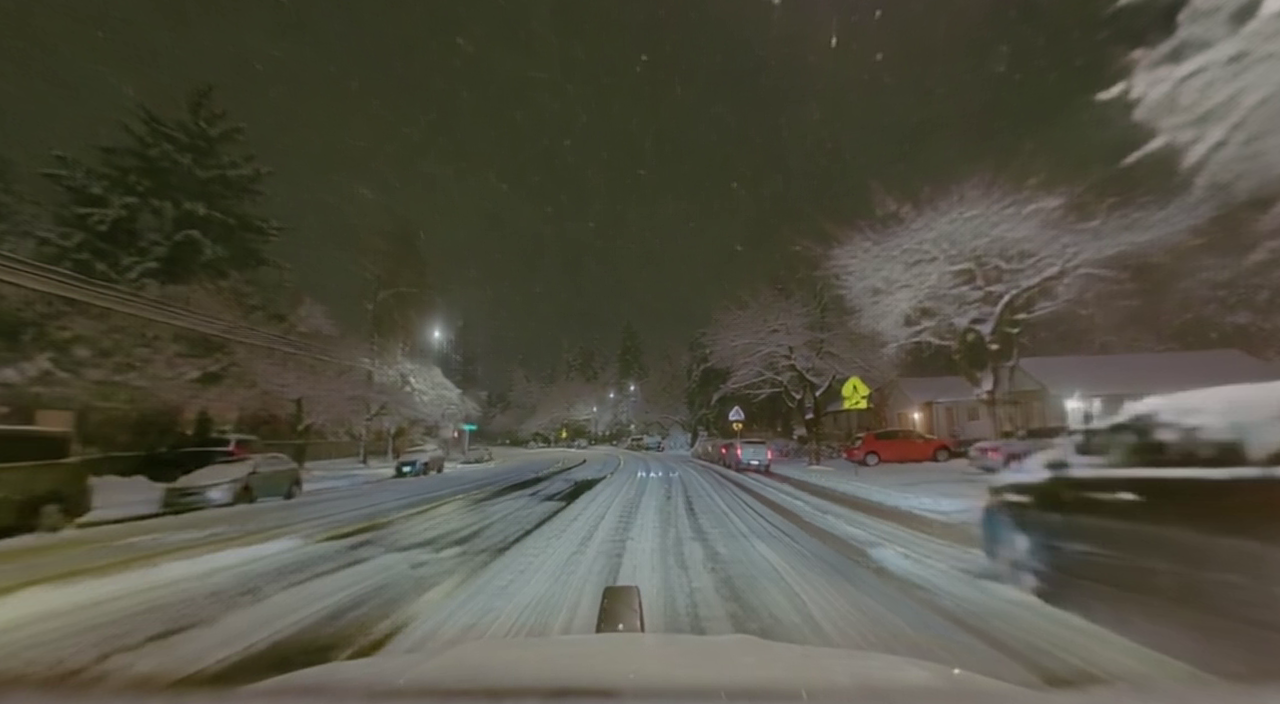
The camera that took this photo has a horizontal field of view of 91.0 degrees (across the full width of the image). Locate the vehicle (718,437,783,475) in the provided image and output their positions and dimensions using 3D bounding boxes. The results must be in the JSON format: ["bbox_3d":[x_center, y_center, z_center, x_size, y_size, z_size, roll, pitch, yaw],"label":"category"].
[{"bbox_3d":[5.794,5.511,33.875,1.954,1.732,6.409,3,-8,-3],"label":"vehicle"}]

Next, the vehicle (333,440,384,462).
[{"bbox_3d":[-19.701,6.937,44.265,1.942,1.464,4.537,1,-9,-7],"label":"vehicle"}]

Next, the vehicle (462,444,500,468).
[{"bbox_3d":[-11.961,7.825,47.600,2.292,1.499,4.661,-3,-8,-9],"label":"vehicle"}]

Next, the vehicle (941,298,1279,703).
[{"bbox_3d":[4.520,0.934,3.607,2.574,2.156,6.672,3,-8,2],"label":"vehicle"}]

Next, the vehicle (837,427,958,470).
[{"bbox_3d":[12.375,4.646,30.436,4.882,1.766,2.040,-2,-8,-2],"label":"vehicle"}]

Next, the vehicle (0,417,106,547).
[{"bbox_3d":[-11.158,1.995,8.944,2.450,1.998,5.367,-5,-9,1],"label":"vehicle"}]

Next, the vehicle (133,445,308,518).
[{"bbox_3d":[-10.934,3.417,16.856,1.967,1.488,4.216,-5,-10,-3],"label":"vehicle"}]
